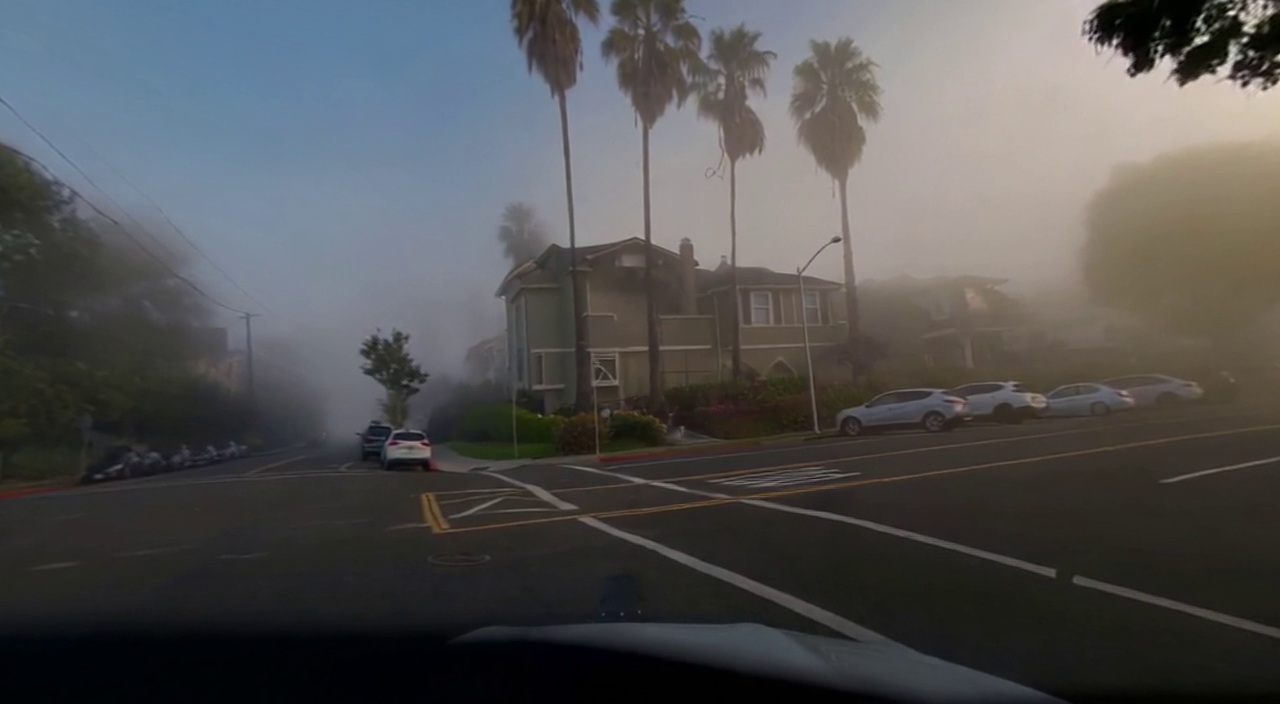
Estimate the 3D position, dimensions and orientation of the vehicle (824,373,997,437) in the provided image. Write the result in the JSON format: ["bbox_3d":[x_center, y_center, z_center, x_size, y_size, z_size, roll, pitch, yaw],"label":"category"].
[{"bbox_3d":[8.906,1.893,21.230,1.998,1.752,4.866,5,-11,-38],"label":"vehicle"}]

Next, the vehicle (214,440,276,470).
[{"bbox_3d":[-22.562,5.899,36.262,2.071,1.538,4.428,1,-9,-20],"label":"vehicle"}]

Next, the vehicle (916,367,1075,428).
[{"bbox_3d":[12.341,1.698,22.205,1.995,1.772,4.273,4,-10,-36],"label":"vehicle"}]

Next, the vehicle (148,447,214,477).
[{"bbox_3d":[-25.404,6.074,35.122,1.795,1.463,4.382,1,-9,-20],"label":"vehicle"}]

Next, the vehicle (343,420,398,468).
[{"bbox_3d":[-12.599,4.336,29.665,2.154,2.035,4.261,1,-9,-22],"label":"vehicle"}]

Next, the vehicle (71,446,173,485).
[{"bbox_3d":[-23.075,5.038,28.397,2.118,1.526,4.727,1,-9,-22],"label":"vehicle"}]
